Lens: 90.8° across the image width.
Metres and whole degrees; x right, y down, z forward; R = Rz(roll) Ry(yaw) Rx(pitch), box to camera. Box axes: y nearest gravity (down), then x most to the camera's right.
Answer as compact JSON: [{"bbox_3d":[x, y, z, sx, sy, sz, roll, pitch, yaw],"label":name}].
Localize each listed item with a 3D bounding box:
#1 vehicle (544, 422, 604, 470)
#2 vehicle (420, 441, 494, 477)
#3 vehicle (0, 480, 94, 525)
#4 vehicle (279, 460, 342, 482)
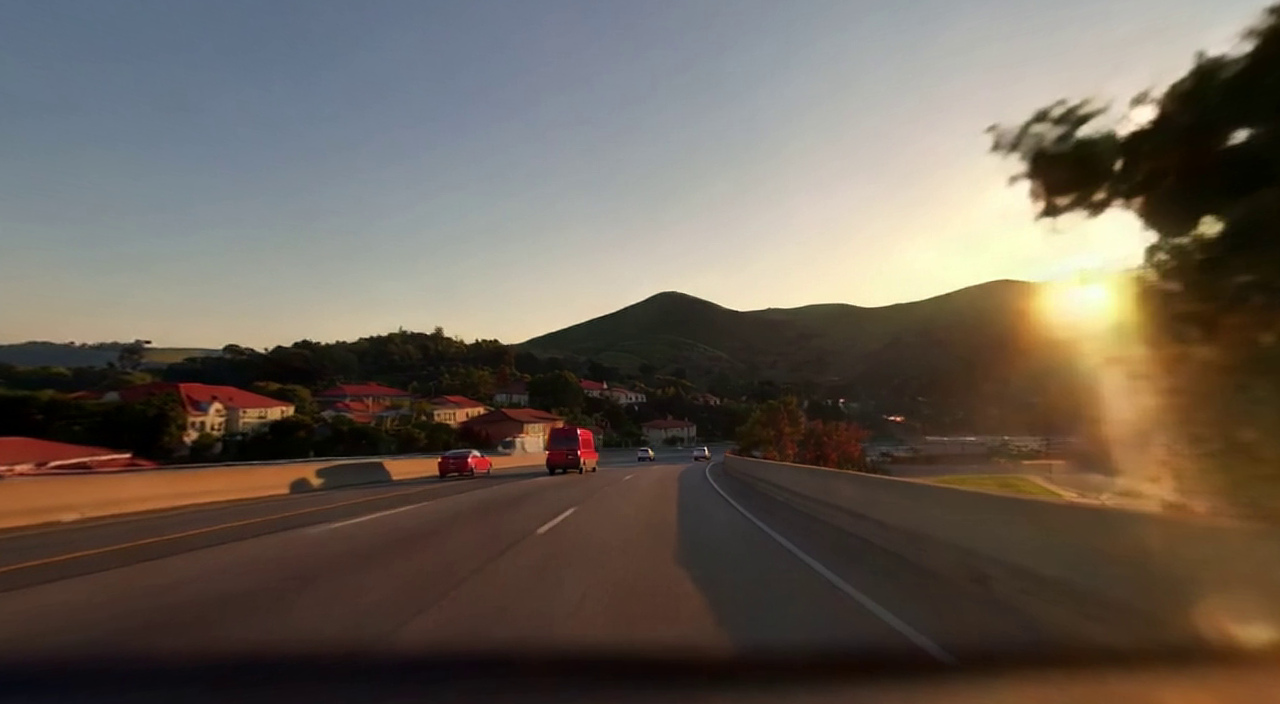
[{"bbox_3d":[-3.962,5.825,39.163,2.314,2.703,6.441,-1,-9,7],"label":"vehicle"},{"bbox_3d":[-8.507,5.006,29.738,1.821,1.524,4.342,-1,-9,6],"label":"vehicle"},{"bbox_3d":[-23.776,5.763,24.414,1.714,1.400,3.848,-1,-9,3],"label":"vehicle"},{"bbox_3d":[-25.101,9.074,48.332,1.827,1.473,4.801,-1,-9,6],"label":"vehicle"}]
